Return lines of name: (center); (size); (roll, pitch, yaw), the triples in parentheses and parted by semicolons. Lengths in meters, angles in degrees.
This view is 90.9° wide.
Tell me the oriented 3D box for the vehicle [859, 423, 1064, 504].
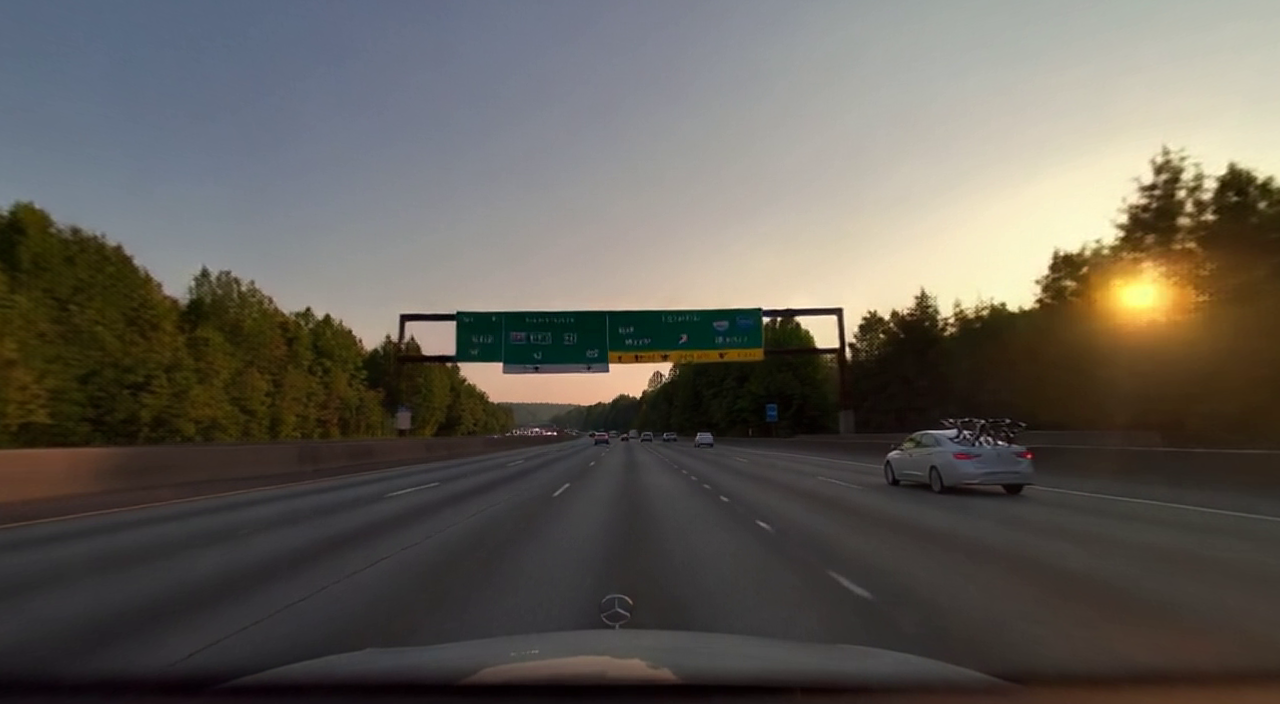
vehicle: (6.938, 2.424, 14.366); (2.034, 1.511, 4.785); (0, -8, -2)
